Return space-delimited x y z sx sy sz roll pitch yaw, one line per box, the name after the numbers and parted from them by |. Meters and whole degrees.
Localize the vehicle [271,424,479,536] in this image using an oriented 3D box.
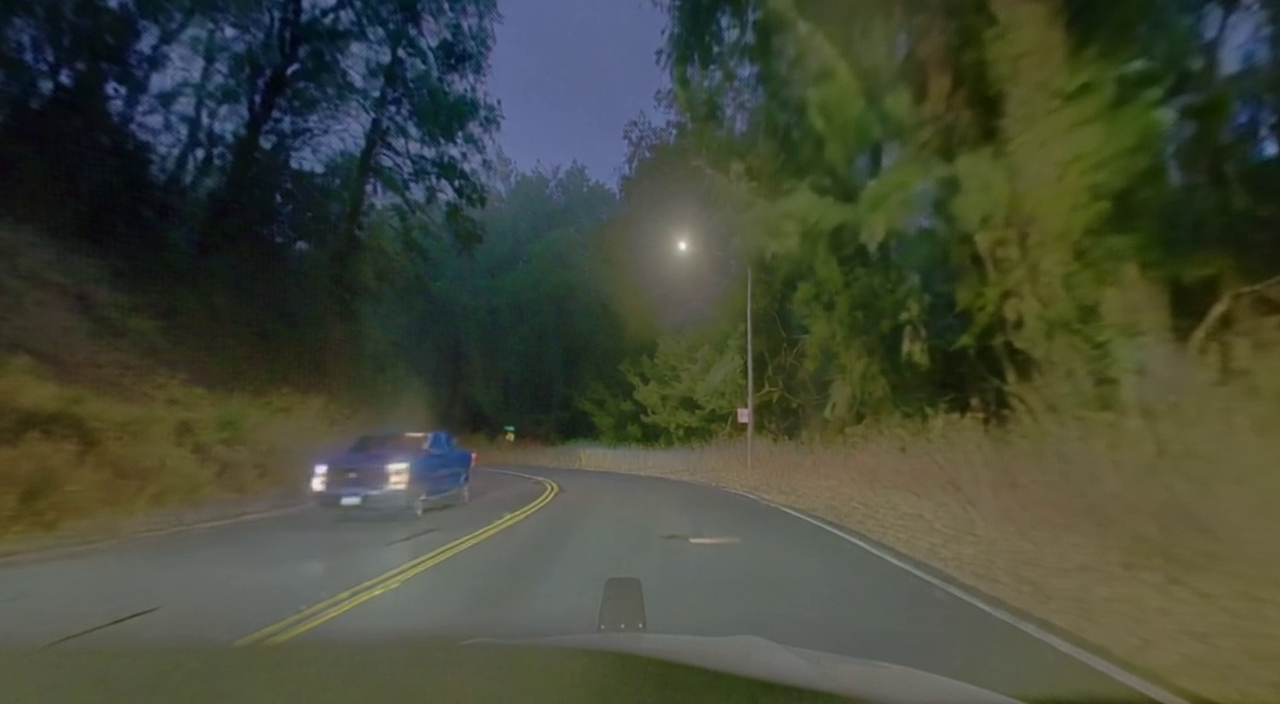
-5.481 2.718 14.235 2.546 1.975 5.702 0 -8 -4 | vehicle
